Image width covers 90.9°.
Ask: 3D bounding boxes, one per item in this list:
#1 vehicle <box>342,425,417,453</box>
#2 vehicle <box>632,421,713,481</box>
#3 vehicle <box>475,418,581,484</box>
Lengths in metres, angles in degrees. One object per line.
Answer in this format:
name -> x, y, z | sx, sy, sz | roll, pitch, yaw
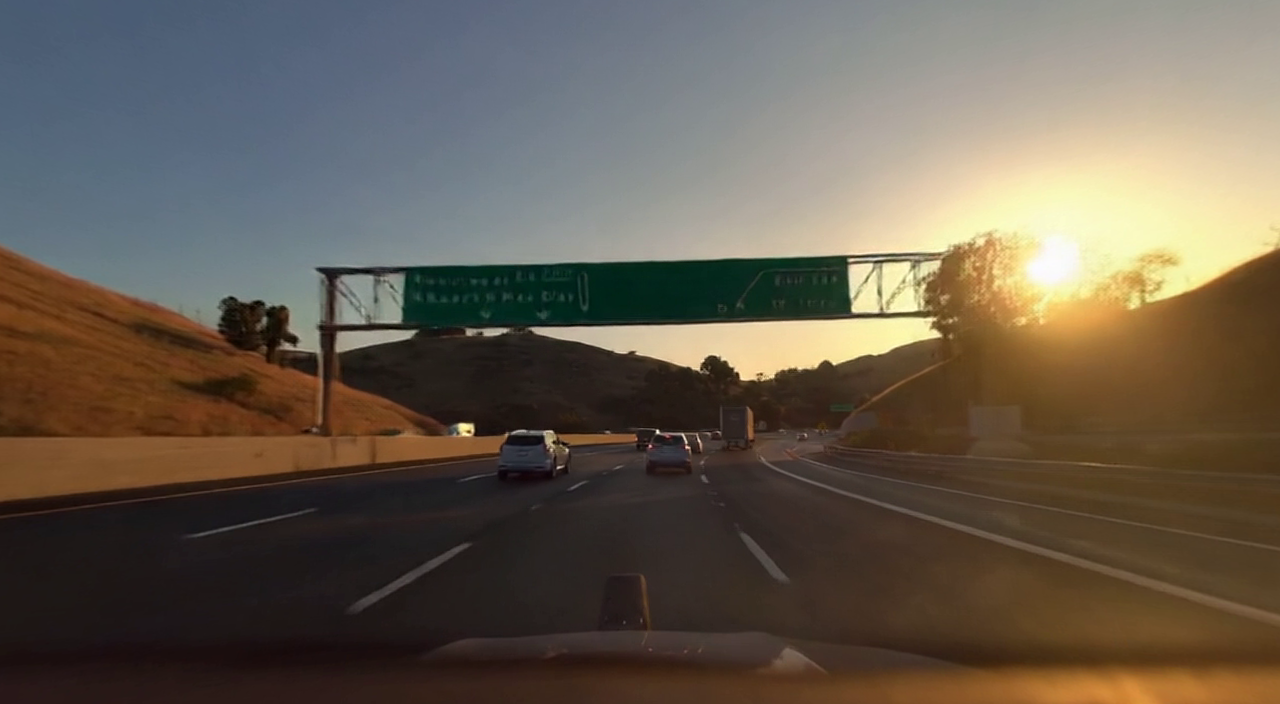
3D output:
vehicle -> -15.669, 5.293, 38.233 | 2.243, 1.558, 4.619 | -1, -8, 6
vehicle -> 1.136, 3.366, 21.662 | 2.484, 1.820, 4.497 | -1, -8, 4
vehicle -> -3.148, 2.925, 18.766 | 2.077, 1.712, 4.406 | -1, -8, 4
